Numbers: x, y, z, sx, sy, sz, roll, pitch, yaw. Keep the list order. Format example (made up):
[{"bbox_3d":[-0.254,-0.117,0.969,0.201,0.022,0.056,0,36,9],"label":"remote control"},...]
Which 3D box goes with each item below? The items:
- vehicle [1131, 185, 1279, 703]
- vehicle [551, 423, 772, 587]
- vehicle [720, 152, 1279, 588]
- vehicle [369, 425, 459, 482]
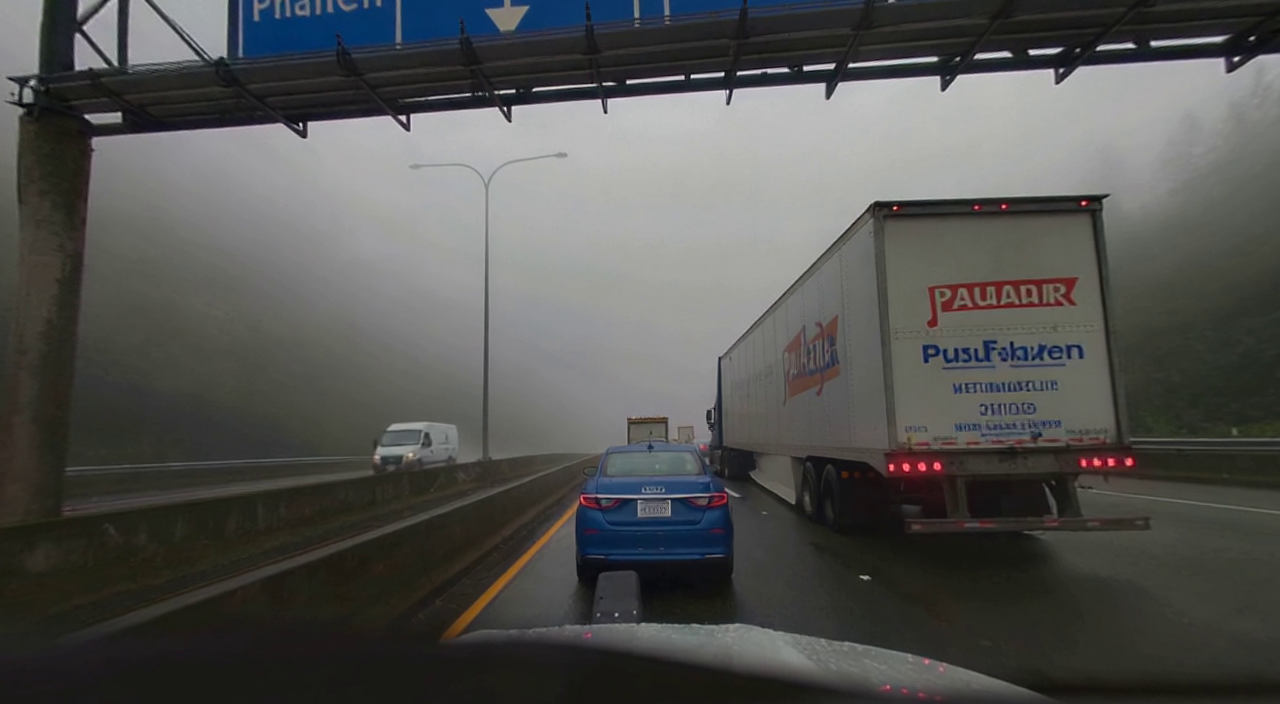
[{"bbox_3d":[4.734,0.112,0.654,2.892,2.615,6.650,0,-8,-2],"label":"vehicle"},{"bbox_3d":[0.182,1.679,7.714,2.045,1.490,3.597,-1,-8,0],"label":"vehicle"},{"bbox_3d":[4.198,1.062,12.966,2.827,4.081,14.305,0,-8,-1],"label":"vehicle"},{"bbox_3d":[-12.302,5.540,34.897,2.524,2.800,6.564,-1,-8,0],"label":"vehicle"}]
